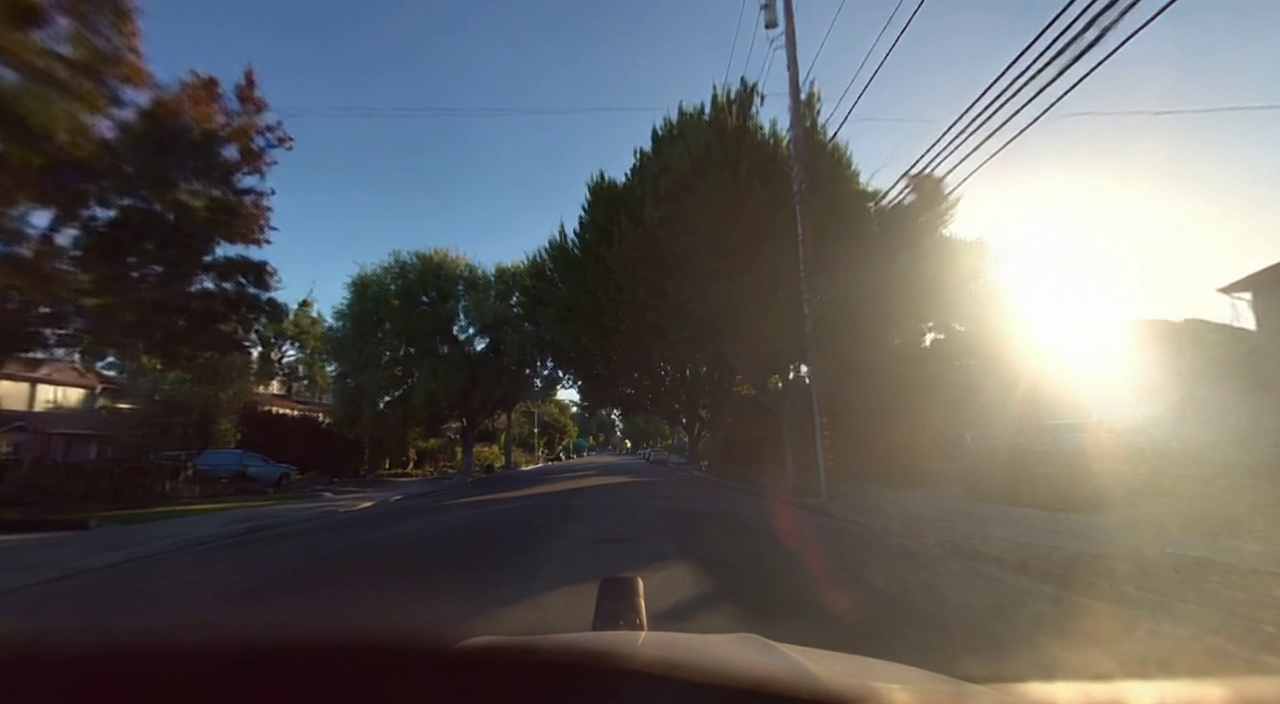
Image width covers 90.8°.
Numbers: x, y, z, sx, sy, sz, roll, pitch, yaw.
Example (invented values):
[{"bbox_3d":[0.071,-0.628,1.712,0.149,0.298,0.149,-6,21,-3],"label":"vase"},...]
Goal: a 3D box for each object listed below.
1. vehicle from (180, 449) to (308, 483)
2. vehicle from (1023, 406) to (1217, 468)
[{"bbox_3d":[-17.919,5.138,28.727,4.519,1.426,1.903,9,-12,-43],"label":"vehicle"},{"bbox_3d":[15.193,2.736,20.182,4.562,1.832,1.987,1,-9,-3],"label":"vehicle"}]
